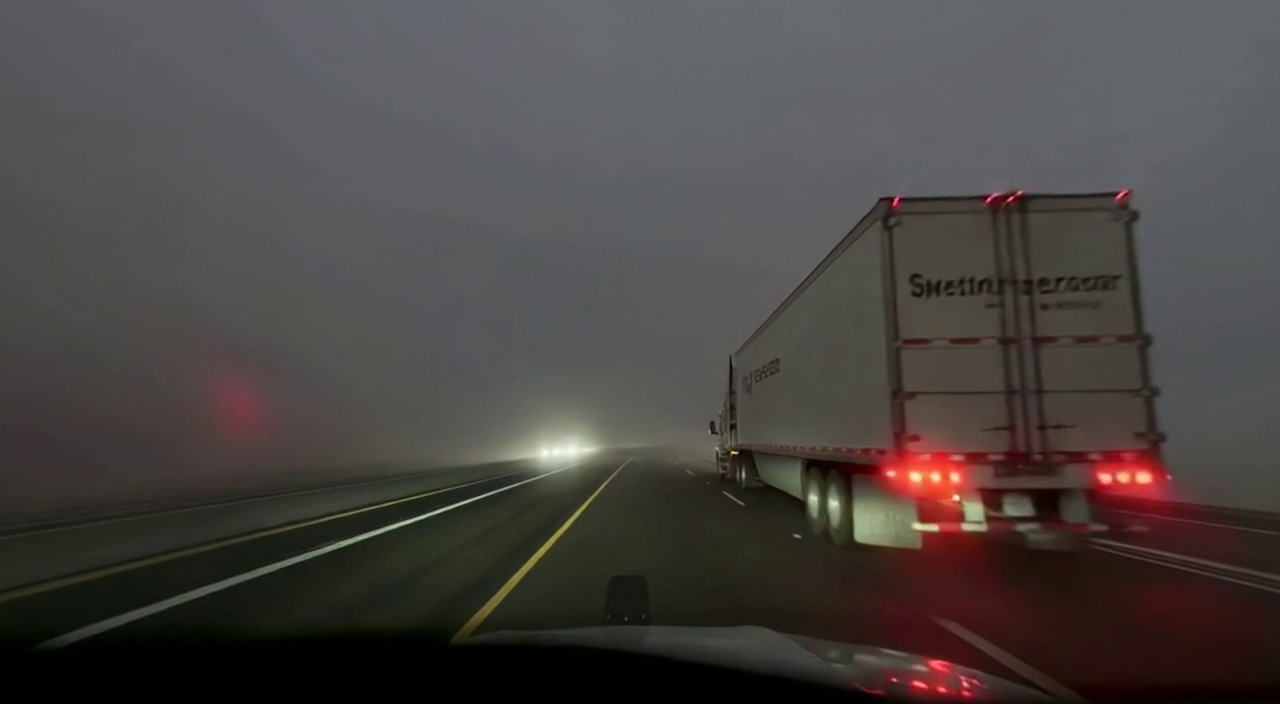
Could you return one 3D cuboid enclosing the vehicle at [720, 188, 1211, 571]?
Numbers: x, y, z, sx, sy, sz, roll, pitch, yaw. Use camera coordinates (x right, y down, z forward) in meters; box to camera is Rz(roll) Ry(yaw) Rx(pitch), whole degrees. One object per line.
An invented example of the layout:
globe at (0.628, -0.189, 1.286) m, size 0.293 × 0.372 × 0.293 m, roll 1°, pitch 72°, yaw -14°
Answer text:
vehicle at (4.392, 1.267, 14.295) m, size 3.187 × 4.197 × 15.004 m, roll 0°, pitch -8°, yaw 0°
